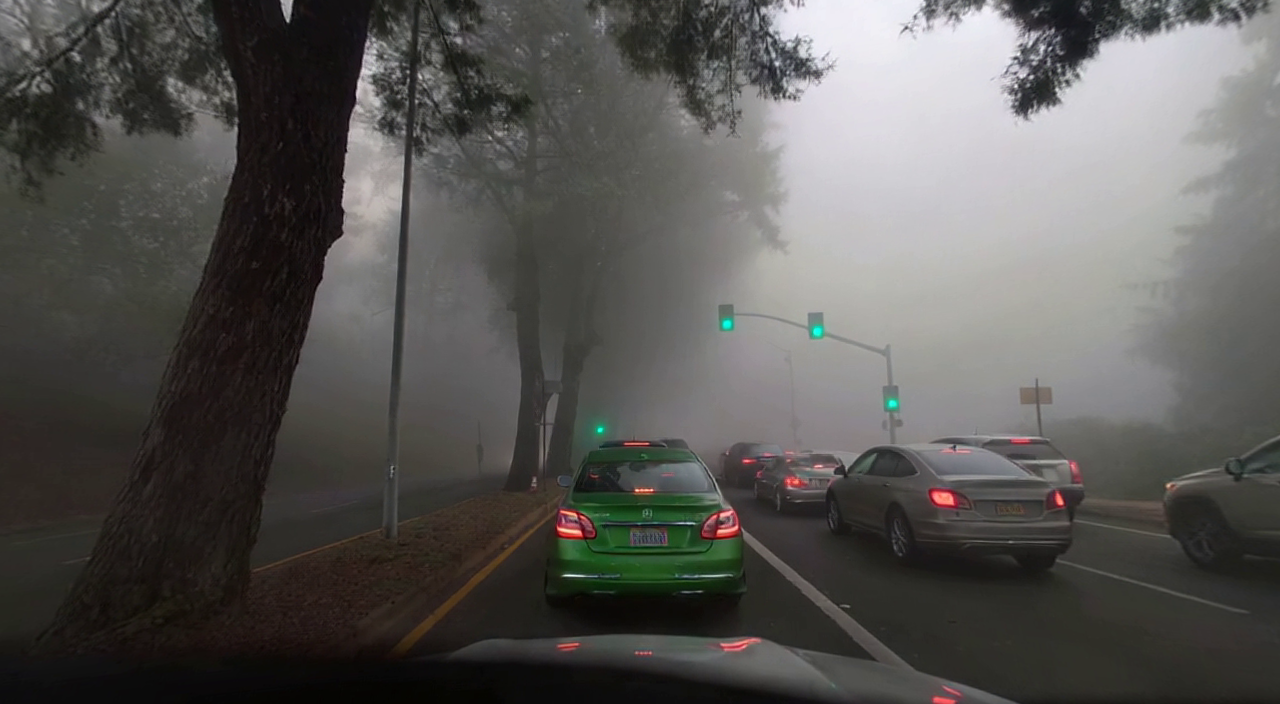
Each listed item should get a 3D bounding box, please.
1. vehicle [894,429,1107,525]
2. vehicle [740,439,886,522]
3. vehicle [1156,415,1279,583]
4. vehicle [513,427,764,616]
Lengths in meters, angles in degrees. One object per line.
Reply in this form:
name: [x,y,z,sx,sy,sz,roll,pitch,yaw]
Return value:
vehicle: [7.026,2.468,12.908,1.923,1.611,4.094,0,-9,0]
vehicle: [3.529,2.715,13.821,1.934,1.494,4.446,0,-9,0]
vehicle: [6.942,1.333,5.584,1.783,1.572,3.421,0,-9,1]
vehicle: [0.012,1.676,7.093,2.015,1.502,3.898,0,-9,1]
